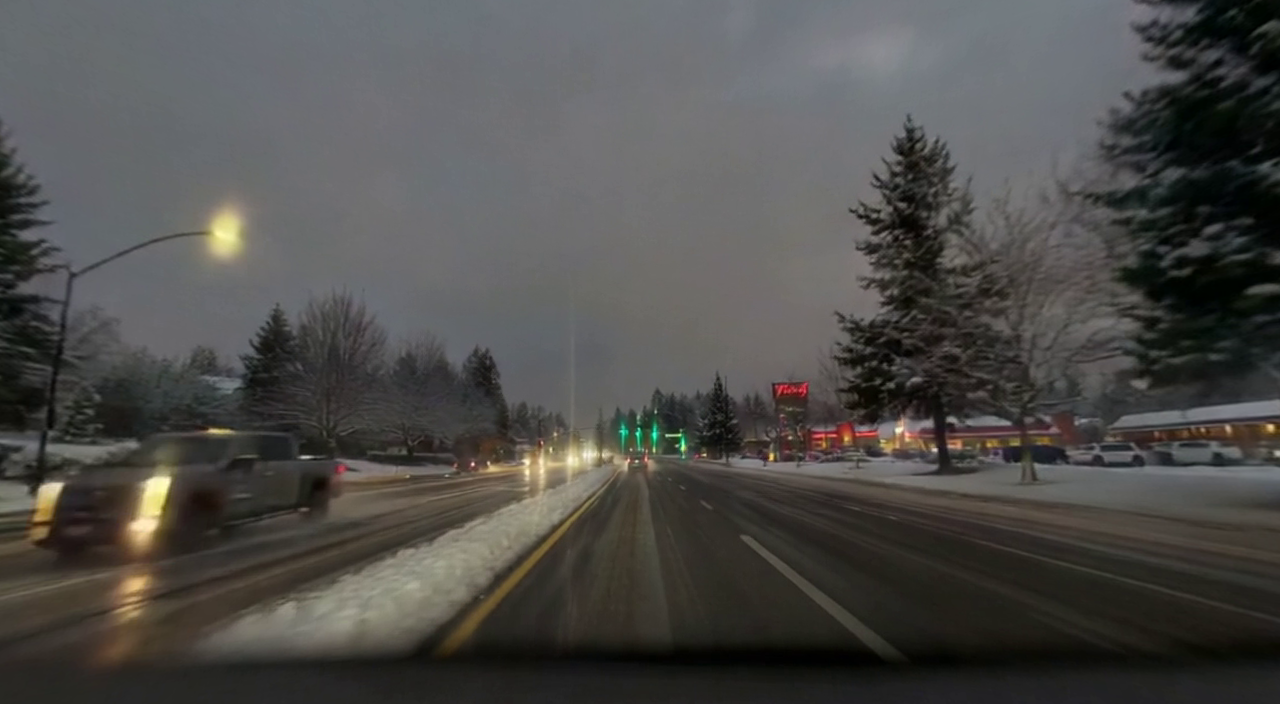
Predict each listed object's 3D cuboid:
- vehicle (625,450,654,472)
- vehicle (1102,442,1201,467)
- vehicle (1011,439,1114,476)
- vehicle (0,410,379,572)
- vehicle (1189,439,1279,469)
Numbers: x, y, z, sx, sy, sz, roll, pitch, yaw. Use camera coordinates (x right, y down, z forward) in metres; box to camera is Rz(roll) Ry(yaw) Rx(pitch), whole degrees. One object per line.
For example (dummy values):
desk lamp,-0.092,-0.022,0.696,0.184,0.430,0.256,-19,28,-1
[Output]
vehicle,-0.052,8.140,47.292,2.065,1.521,4.306,0,-9,-1
vehicle,32.215,6.480,39.895,4.458,1.529,1.937,0,-9,1
vehicle,20.987,5.208,31.362,4.558,1.657,2.149,4,-10,-27
vehicle,-7.756,2.407,12.097,2.575,2.178,6.917,0,-9,0
vehicle,33.464,5.632,34.973,4.324,1.592,1.877,0,-9,-2
